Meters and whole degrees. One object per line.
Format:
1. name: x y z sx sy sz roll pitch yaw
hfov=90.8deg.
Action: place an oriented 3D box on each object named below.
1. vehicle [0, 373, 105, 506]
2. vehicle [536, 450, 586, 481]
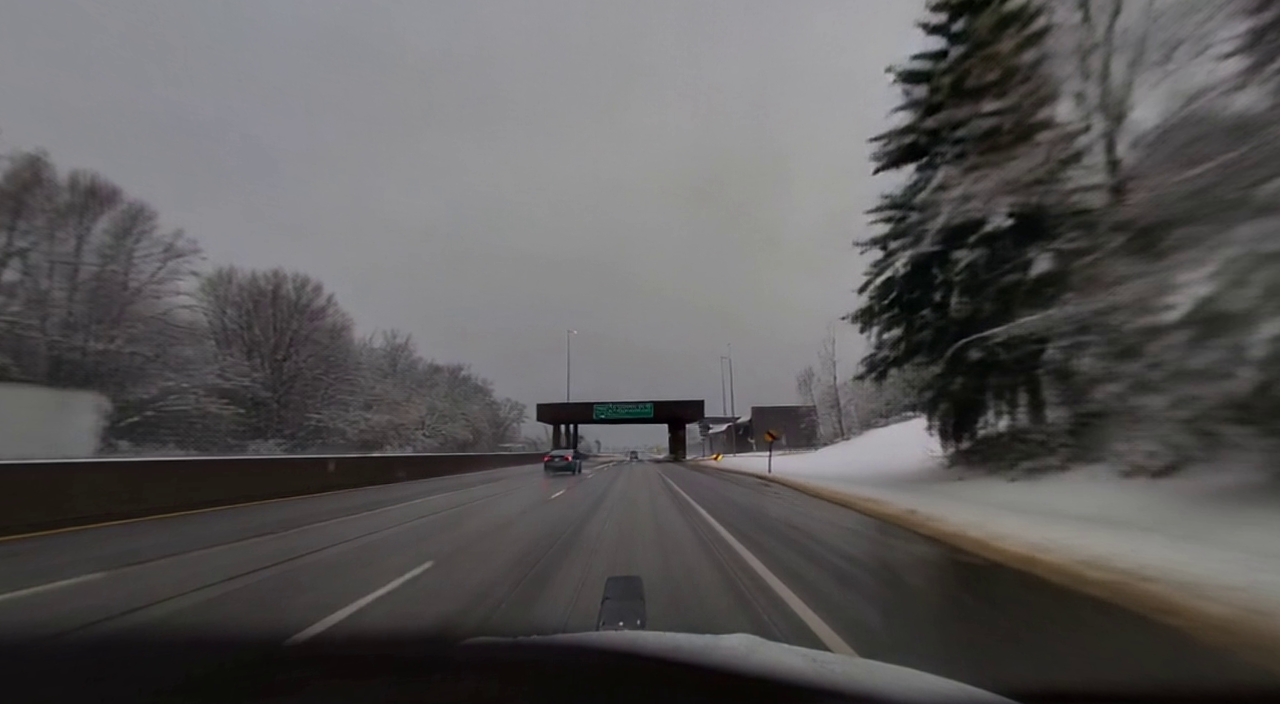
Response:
1. vehicle: -20.120 1.919 14.392 2.907 3.842 14.891 0 -9 0
2. vehicle: -4.027 5.843 32.828 1.992 1.504 4.117 0 -9 1
